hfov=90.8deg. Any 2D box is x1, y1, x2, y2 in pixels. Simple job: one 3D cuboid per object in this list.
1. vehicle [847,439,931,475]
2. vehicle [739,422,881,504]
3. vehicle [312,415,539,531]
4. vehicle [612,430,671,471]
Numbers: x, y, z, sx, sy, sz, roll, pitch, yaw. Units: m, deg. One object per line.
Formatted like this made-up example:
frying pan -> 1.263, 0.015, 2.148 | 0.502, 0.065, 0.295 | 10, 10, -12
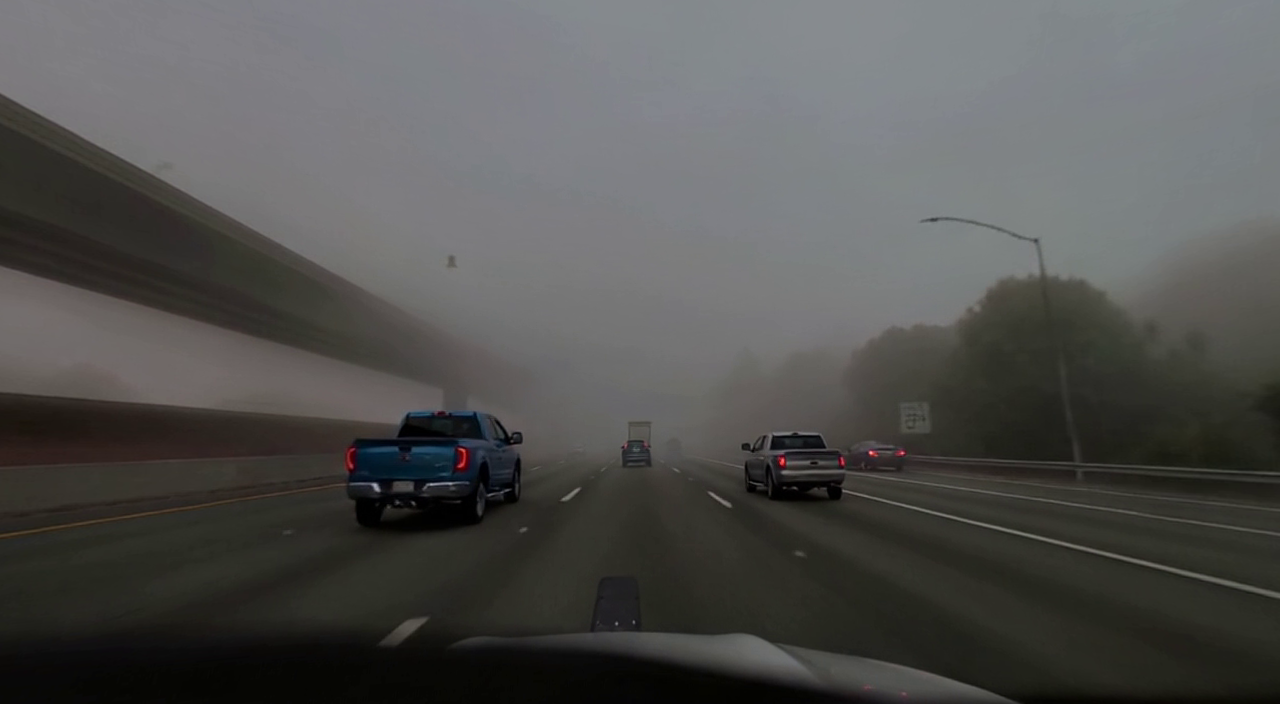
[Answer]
vehicle -> 11.127, 4.710, 28.592 | 1.961, 1.480, 4.331 | 0, -9, -1
vehicle -> 3.795, 2.579, 14.961 | 2.119, 1.653, 4.000 | 0, -9, -2
vehicle -> -3.603, 2.189, 12.005 | 2.535, 1.715, 5.030 | 0, -9, 0
vehicle -> 0.063, 4.802, 30.886 | 2.572, 1.837, 5.693 | 0, -9, 0
